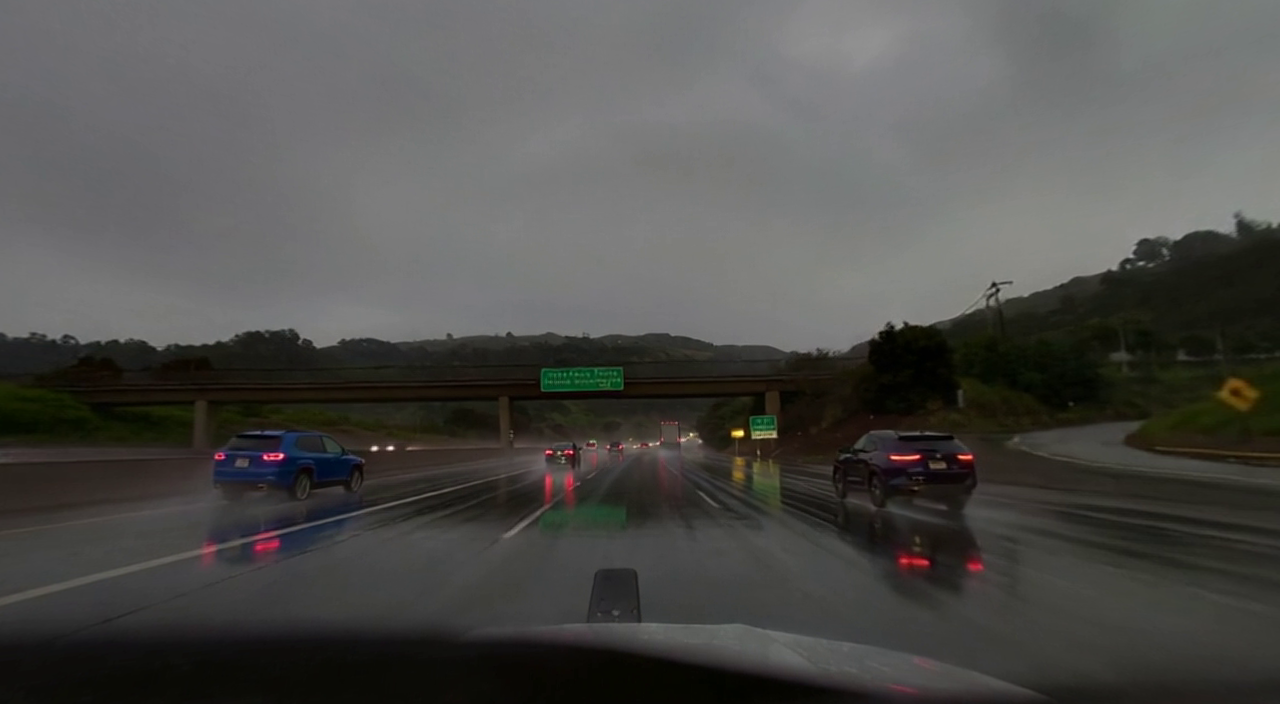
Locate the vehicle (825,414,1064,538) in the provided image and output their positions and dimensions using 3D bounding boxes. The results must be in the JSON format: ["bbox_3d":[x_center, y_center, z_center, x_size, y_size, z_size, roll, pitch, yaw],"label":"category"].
[{"bbox_3d":[4.956,2.083,11.193,1.950,1.719,4.545,0,-9,0],"label":"vehicle"}]

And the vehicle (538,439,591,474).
[{"bbox_3d":[-3.465,4.933,29.924,1.925,1.509,4.363,0,-9,1],"label":"vehicle"}]

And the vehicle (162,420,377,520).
[{"bbox_3d":[-7.214,2.337,12.939,1.860,1.694,4.173,0,-9,0],"label":"vehicle"}]
